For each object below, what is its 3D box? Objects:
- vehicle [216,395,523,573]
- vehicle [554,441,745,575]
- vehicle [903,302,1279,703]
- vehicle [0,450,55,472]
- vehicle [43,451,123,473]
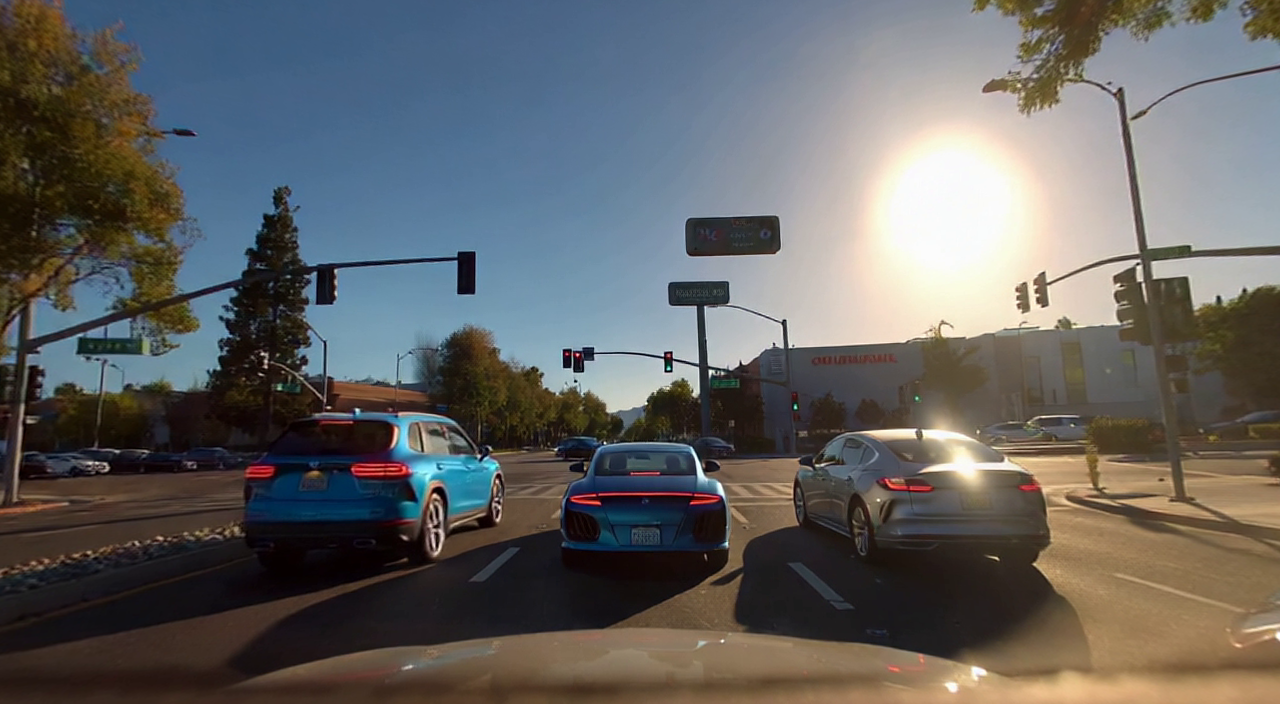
[{"bbox_3d":[-3.189,1.694,8.843,2.061,1.781,4.842,0,-8,1],"label":"vehicle"},{"bbox_3d":[0.112,1.873,8.388,1.945,1.343,3.827,0,-8,0],"label":"vehicle"},{"bbox_3d":[3.103,0.806,2.530,2.143,1.759,4.531,0,-8,0],"label":"vehicle"},{"bbox_3d":[-46.176,7.961,46.159,4.545,1.558,1.833,0,-8,-4],"label":"vehicle"},{"bbox_3d":[-41.299,8.157,46.789,4.195,1.533,1.752,0,-8,-3],"label":"vehicle"}]
